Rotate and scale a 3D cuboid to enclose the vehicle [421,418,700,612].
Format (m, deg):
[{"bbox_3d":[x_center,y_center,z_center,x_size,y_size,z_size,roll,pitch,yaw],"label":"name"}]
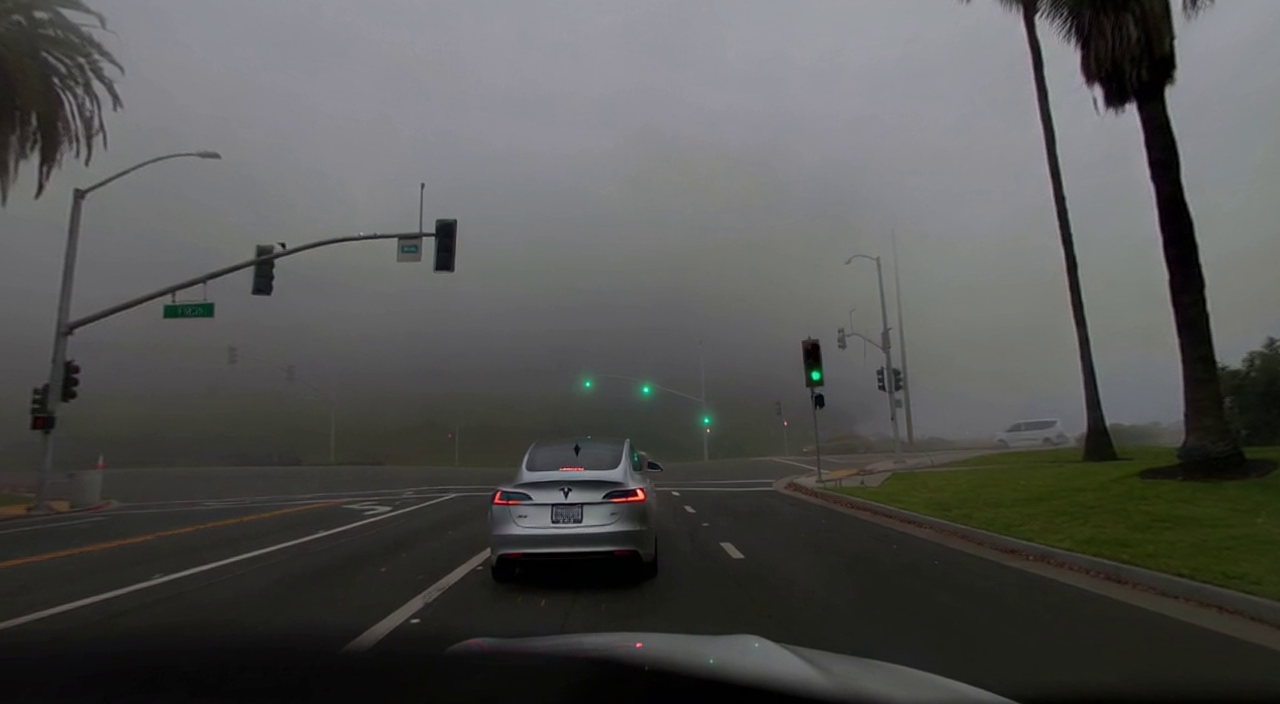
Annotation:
[{"bbox_3d":[-0.629,1.578,7.080,2.152,1.478,4.229,0,-8,0],"label":"vehicle"}]
